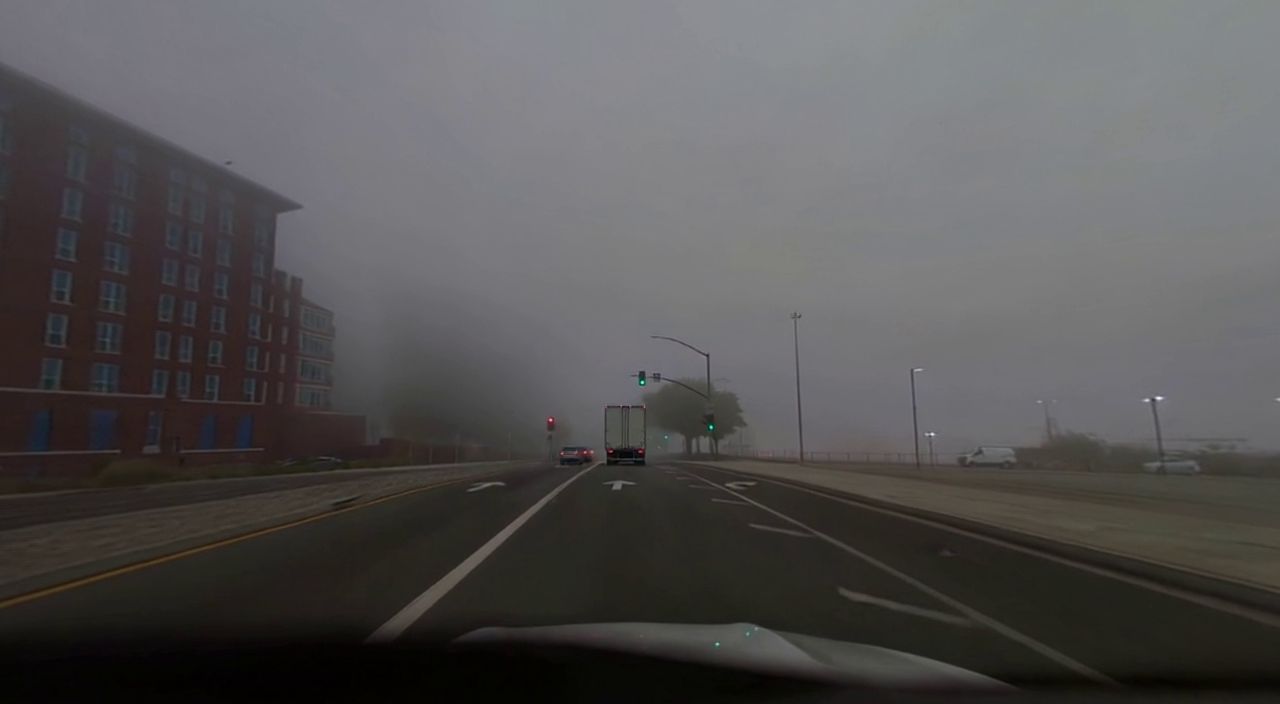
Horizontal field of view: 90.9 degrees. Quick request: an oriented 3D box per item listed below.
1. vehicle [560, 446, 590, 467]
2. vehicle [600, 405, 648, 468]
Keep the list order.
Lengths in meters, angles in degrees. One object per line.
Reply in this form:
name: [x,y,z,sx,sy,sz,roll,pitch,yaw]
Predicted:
vehicle: [-4.869,7.904,47.691,1.917,1.462,3.878,0,-8,-1]
vehicle: [-1.046,5.658,42.226,2.876,3.724,9.351,0,-8,-1]
